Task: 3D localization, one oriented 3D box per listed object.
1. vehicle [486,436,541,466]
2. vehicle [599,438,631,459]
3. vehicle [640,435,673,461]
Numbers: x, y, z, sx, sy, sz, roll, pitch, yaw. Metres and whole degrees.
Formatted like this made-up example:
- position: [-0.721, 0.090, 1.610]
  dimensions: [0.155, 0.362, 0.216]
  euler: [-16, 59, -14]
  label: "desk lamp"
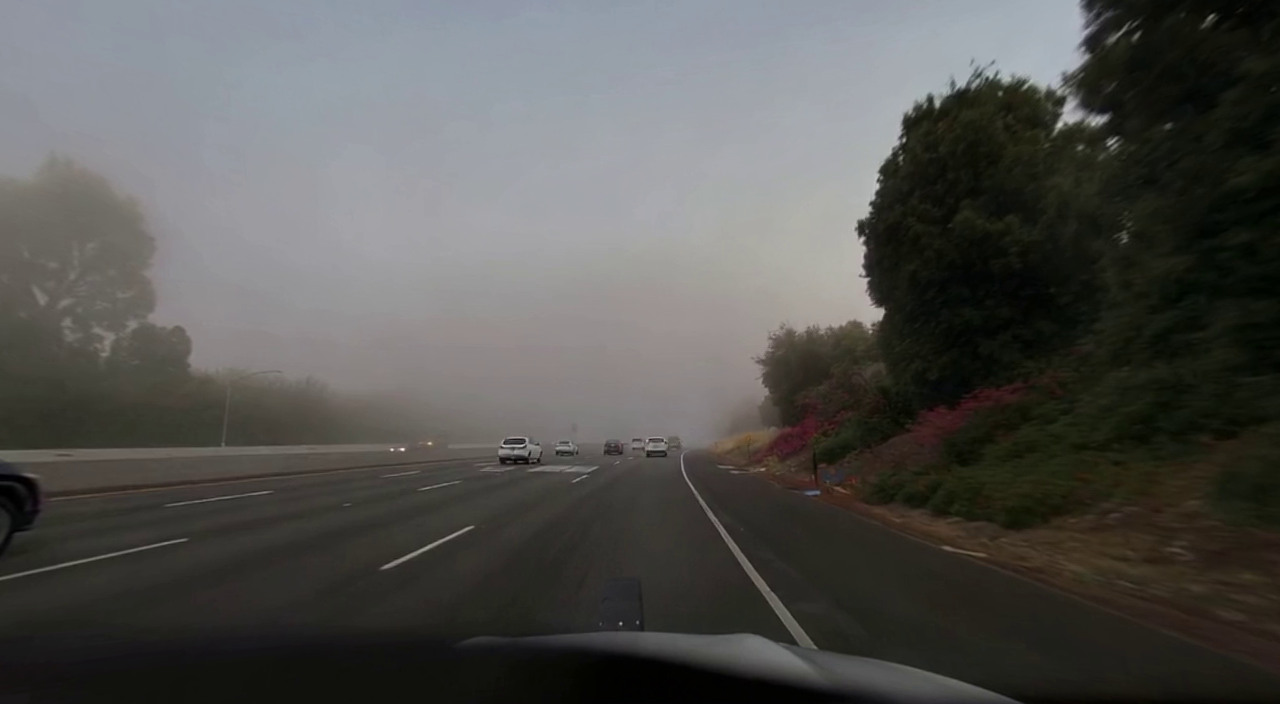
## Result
- position: [-7.001, 5.543, 35.325]
  dimensions: [1.986, 1.534, 4.255]
  euler: [0, -9, 4]
  label: "vehicle"
- position: [-1.919, 7.575, 49.409]
  dimensions: [2.002, 1.531, 4.469]
  euler: [0, -9, 5]
  label: "vehicle"
- position: [1.210, 6.697, 44.020]
  dimensions: [2.141, 1.706, 4.065]
  euler: [0, -9, 4]
  label: "vehicle"
